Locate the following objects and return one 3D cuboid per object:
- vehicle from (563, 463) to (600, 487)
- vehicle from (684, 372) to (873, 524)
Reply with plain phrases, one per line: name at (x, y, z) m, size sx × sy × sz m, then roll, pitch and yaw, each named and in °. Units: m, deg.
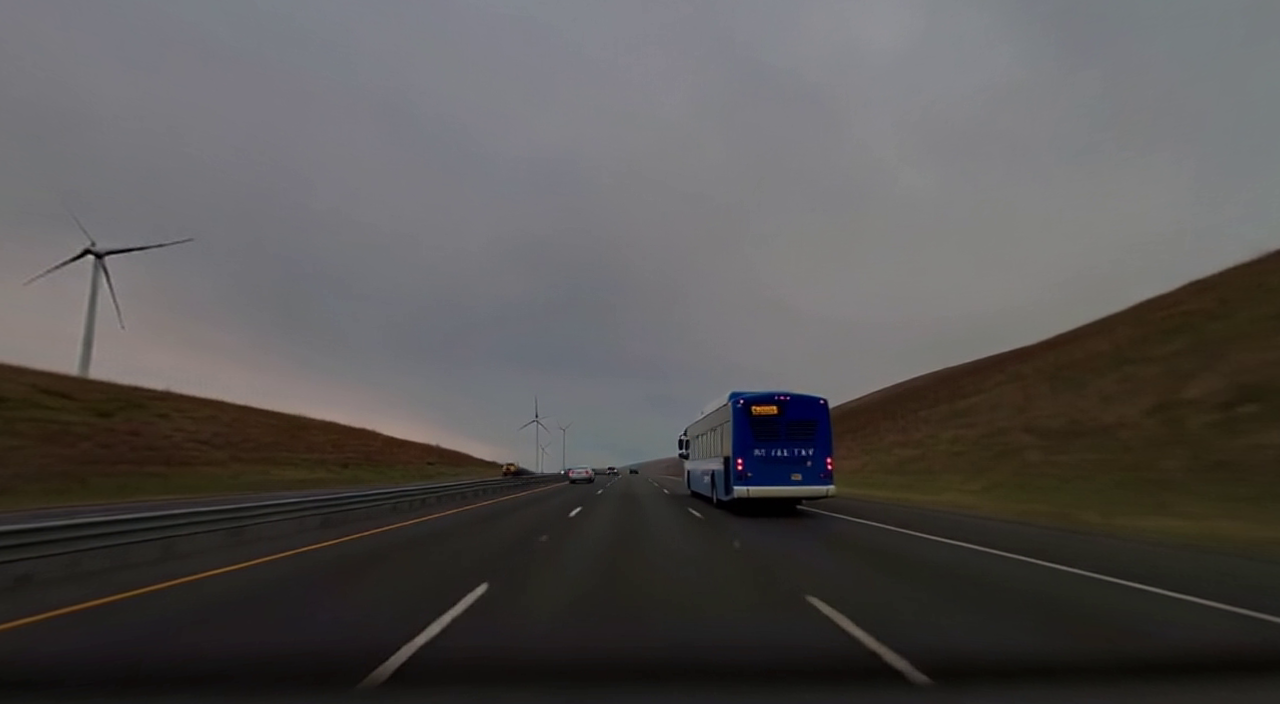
vehicle at (-4.035, 8.633, 44.251) m, size 2.213 × 1.568 × 4.274 m, roll 1°, pitch -10°, yaw -1°
vehicle at (3.785, 3.591, 22.256) m, size 2.941 × 3.574 × 14.463 m, roll 1°, pitch -10°, yaw -2°
